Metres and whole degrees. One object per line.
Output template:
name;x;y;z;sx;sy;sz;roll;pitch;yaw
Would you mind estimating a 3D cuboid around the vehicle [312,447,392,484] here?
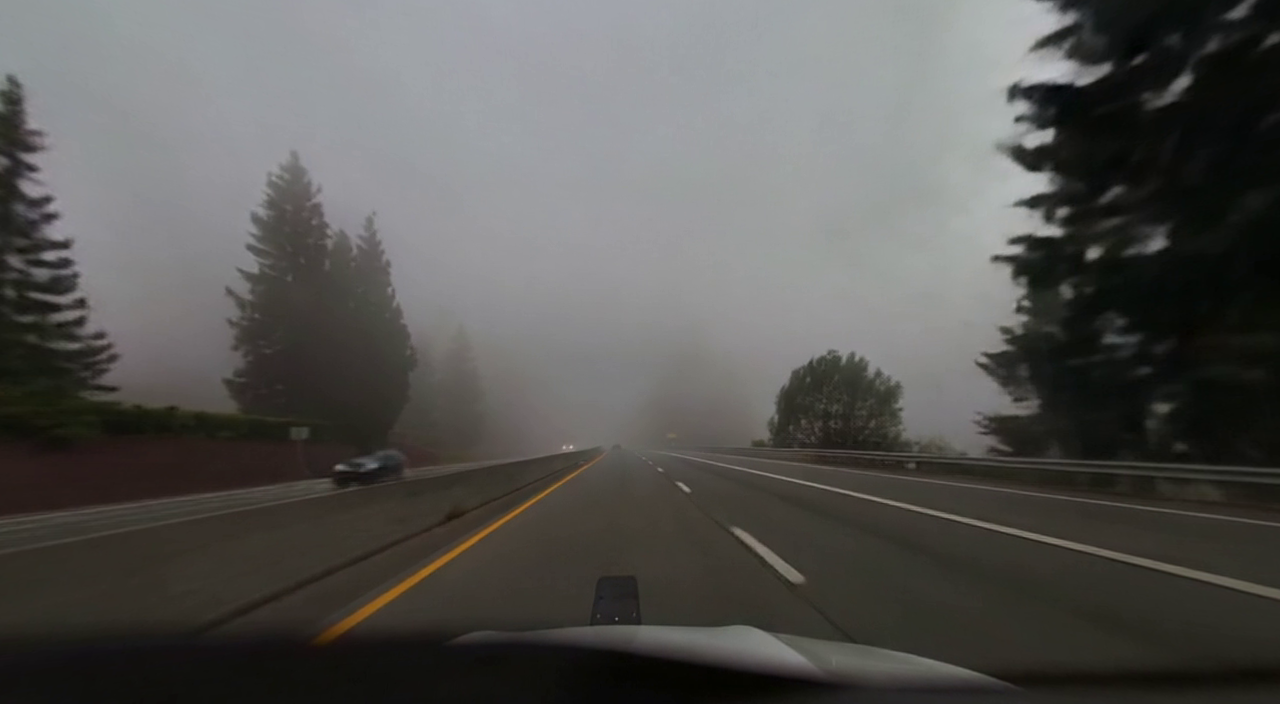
vehicle;-13.570;5.350;29.941;1.990;1.551;3.957;0;-8;-2
